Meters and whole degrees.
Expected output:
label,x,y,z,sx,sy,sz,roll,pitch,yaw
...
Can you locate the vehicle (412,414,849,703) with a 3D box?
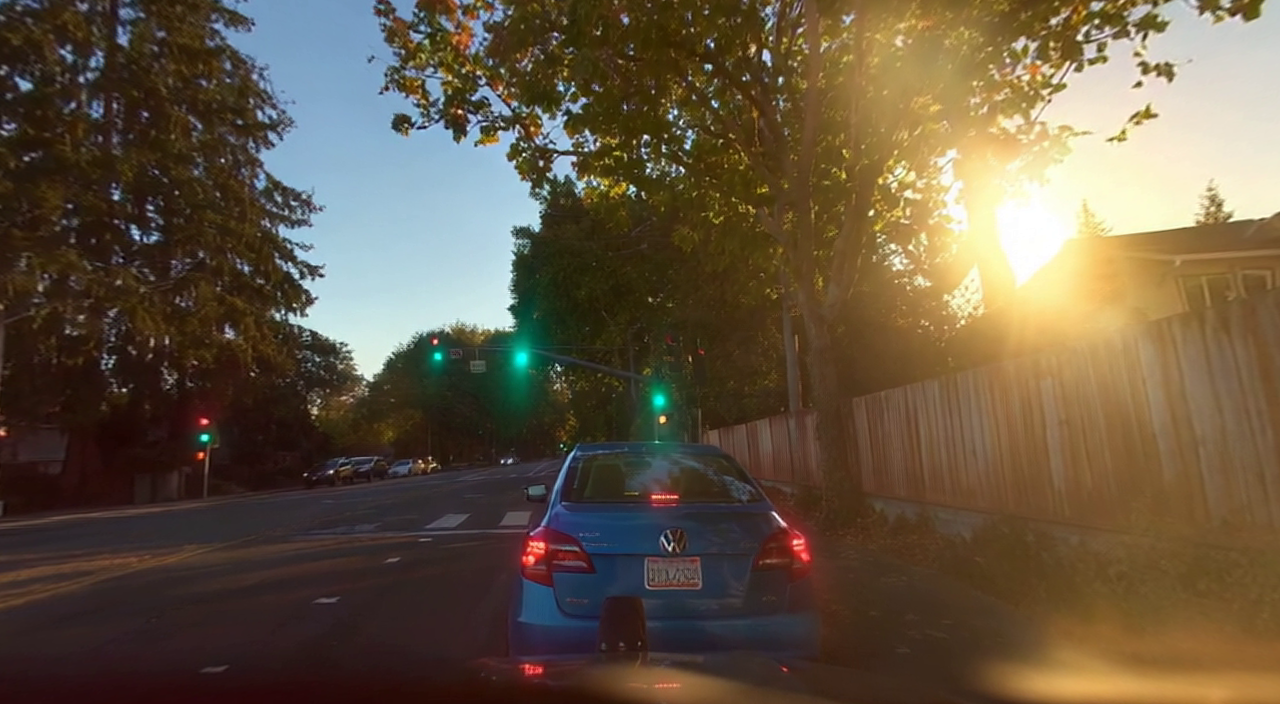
label,x,y,z,sx,sy,sz,roll,pitch,yaw
vehicle,-0.197,1.322,4.822,2.024,1.502,3.702,1,-8,-6
